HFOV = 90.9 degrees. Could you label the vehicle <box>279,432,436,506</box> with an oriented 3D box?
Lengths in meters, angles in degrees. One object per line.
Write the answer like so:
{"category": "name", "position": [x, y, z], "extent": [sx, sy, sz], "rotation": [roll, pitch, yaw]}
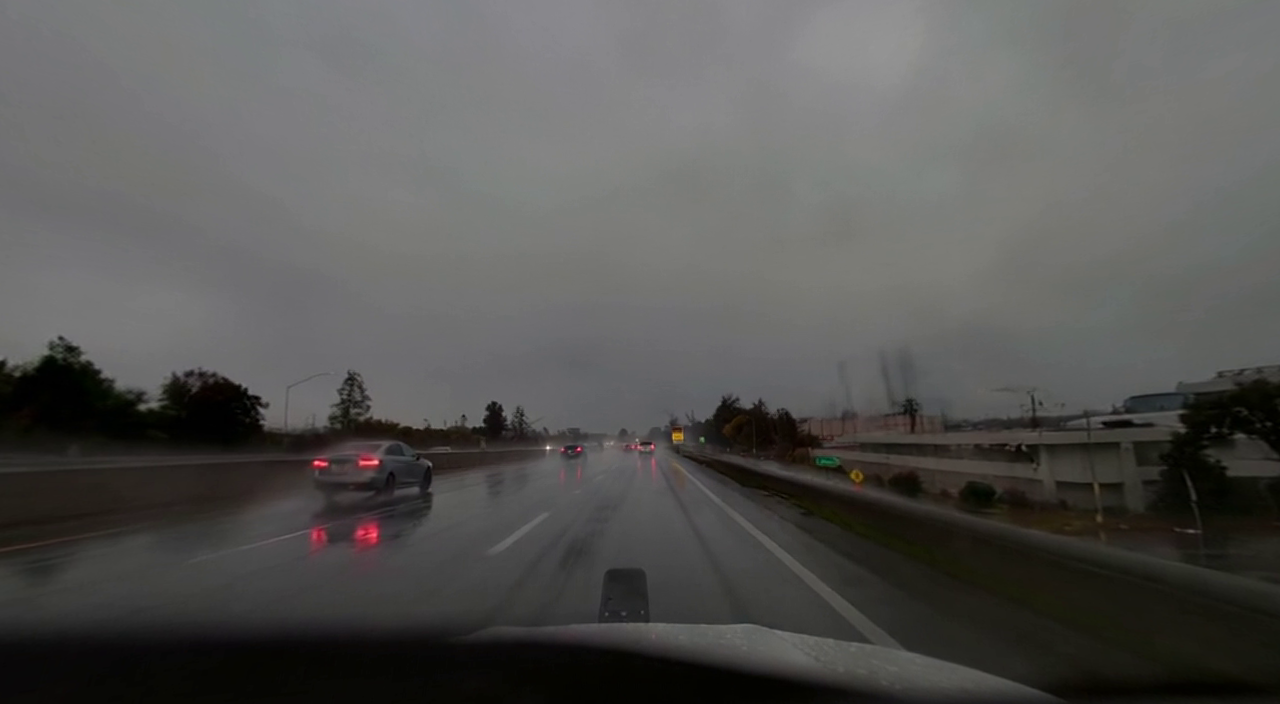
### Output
{"category": "vehicle", "position": [-7.299, 3.050, 16.914], "extent": [2.088, 1.678, 4.426], "rotation": [-1, -8, 1]}
